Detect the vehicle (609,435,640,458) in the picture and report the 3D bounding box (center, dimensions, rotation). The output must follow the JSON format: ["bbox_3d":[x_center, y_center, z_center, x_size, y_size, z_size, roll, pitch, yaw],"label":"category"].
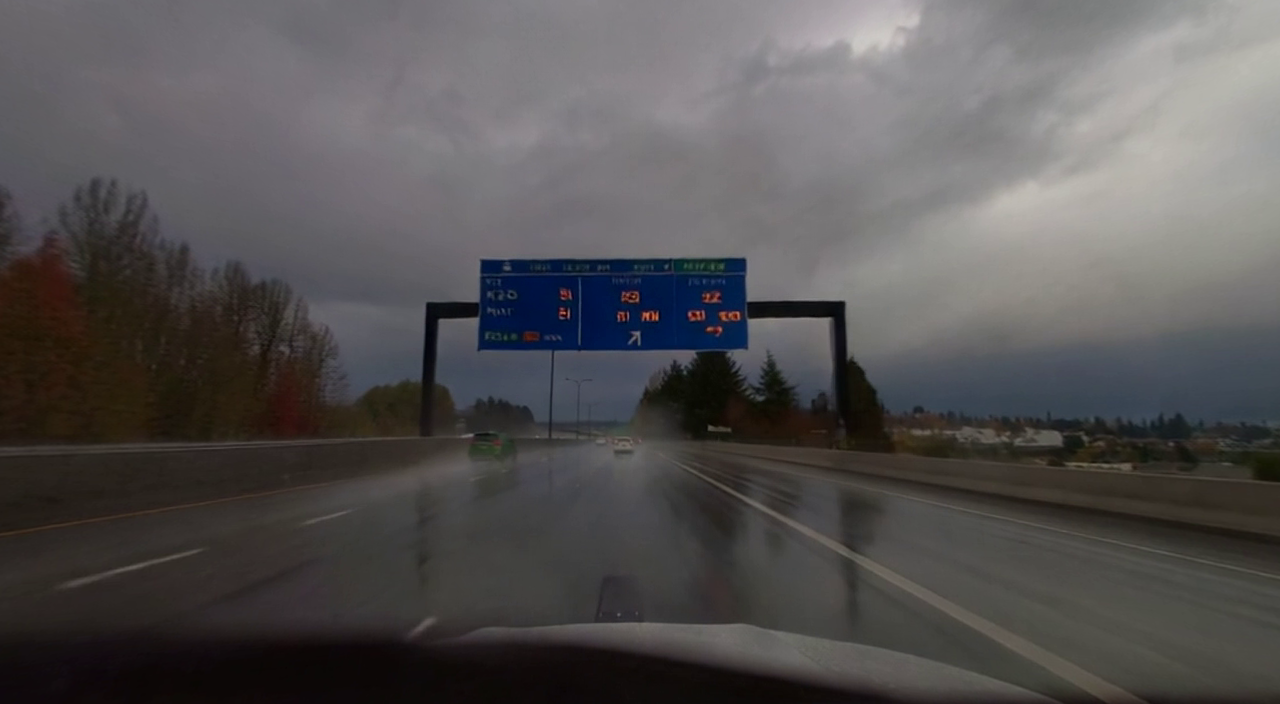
[{"bbox_3d":[-1.048,6.417,42.900,2.010,1.534,4.013,0,-8,-1],"label":"vehicle"}]

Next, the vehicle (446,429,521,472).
[{"bbox_3d":[-6.667,4.230,27.393,2.111,1.689,4.505,0,-8,0],"label":"vehicle"}]
